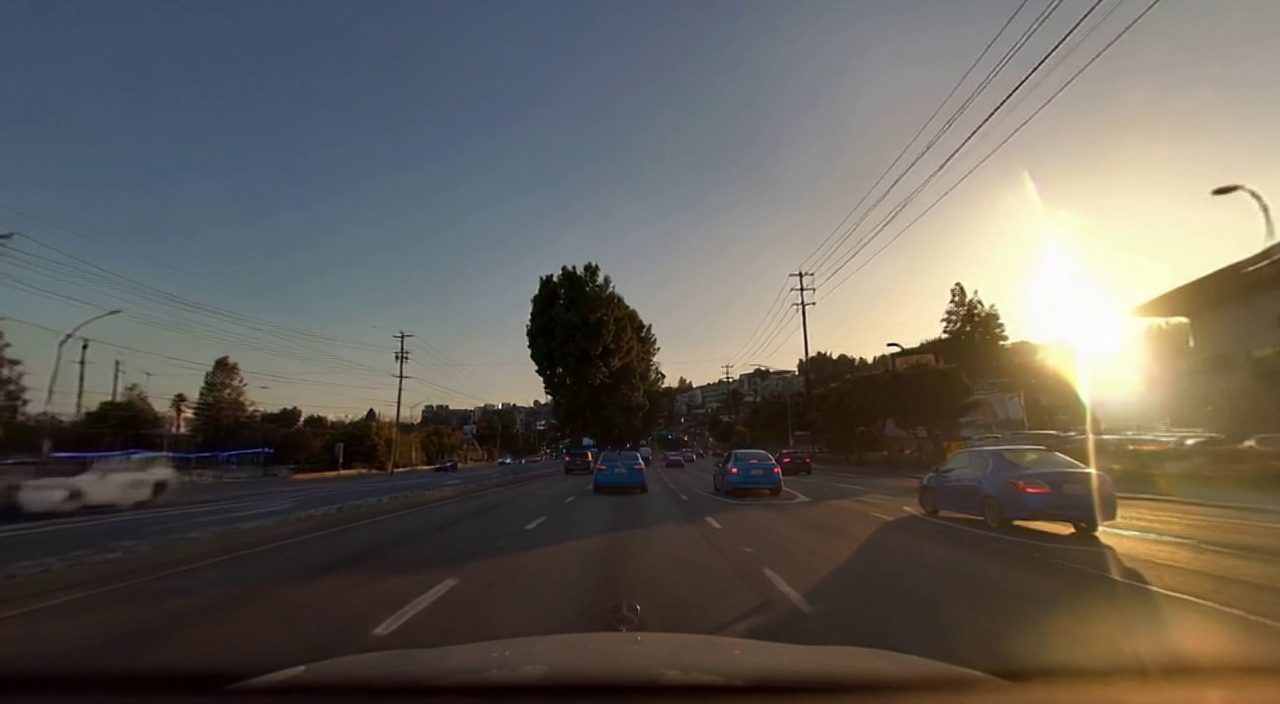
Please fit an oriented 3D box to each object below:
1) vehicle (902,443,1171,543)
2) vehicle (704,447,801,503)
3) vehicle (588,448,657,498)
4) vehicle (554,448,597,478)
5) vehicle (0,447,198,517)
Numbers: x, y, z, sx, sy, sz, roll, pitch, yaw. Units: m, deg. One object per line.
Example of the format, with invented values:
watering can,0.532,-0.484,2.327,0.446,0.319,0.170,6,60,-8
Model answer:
vehicle,6.818,2.424,11.620,2.004,1.455,4.417,0,-8,-1
vehicle,3.311,3.715,19.551,2.053,1.490,4.464,0,-8,-2
vehicle,-0.545,3.989,21.276,2.065,1.464,4.216,0,-8,-1
vehicle,-3.774,6.601,37.867,2.073,1.606,4.364,0,-8,1
vehicle,-15.769,3.687,18.637,2.035,1.762,4.753,0,-8,-1
